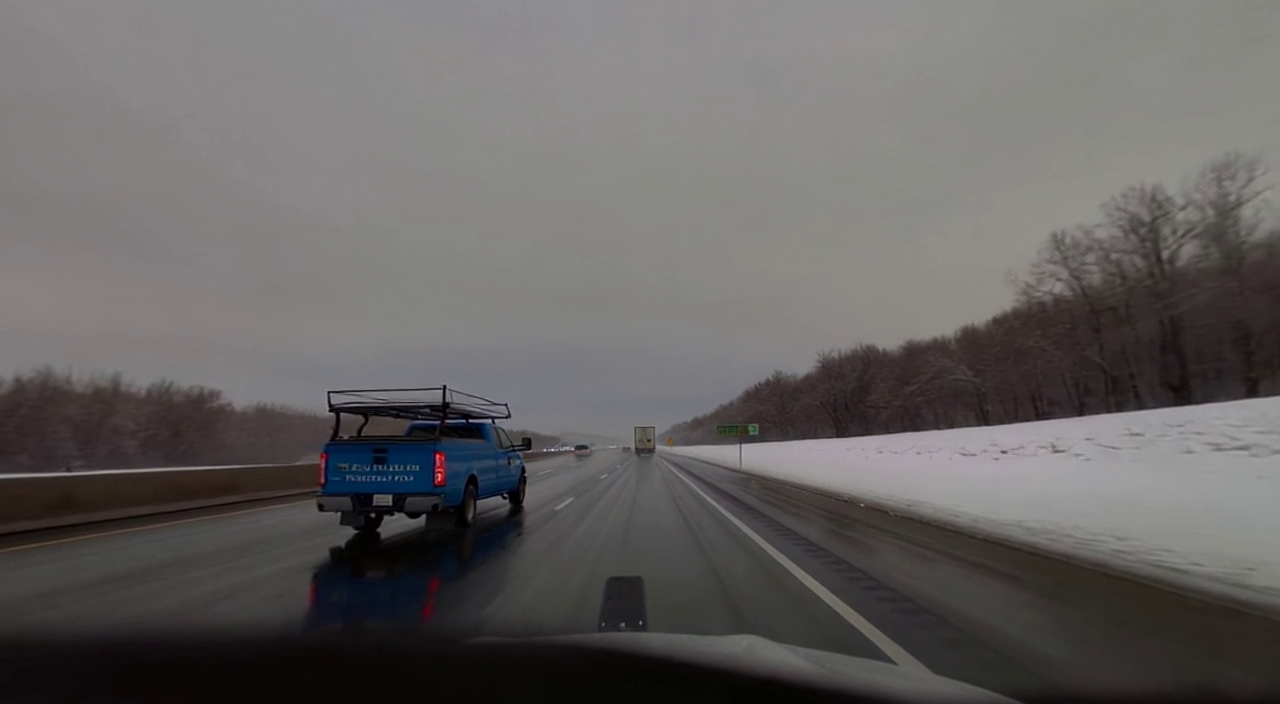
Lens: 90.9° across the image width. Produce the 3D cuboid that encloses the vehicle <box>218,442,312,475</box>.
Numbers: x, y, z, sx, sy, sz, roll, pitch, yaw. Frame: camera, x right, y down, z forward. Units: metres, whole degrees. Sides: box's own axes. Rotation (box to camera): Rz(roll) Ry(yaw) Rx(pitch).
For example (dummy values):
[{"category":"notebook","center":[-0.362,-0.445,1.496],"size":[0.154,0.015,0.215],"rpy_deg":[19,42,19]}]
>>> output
[{"category":"vehicle","center":[-28.328,8.031,48.036],"size":[2.617,2.264,7.208],"rpy_deg":[0,-8,1]}]

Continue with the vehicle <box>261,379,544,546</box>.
[{"category":"vehicle","center":[-3.831,2.027,12.253],"size":[2.791,2.330,6.725],"rpy_deg":[0,-8,1]}]
